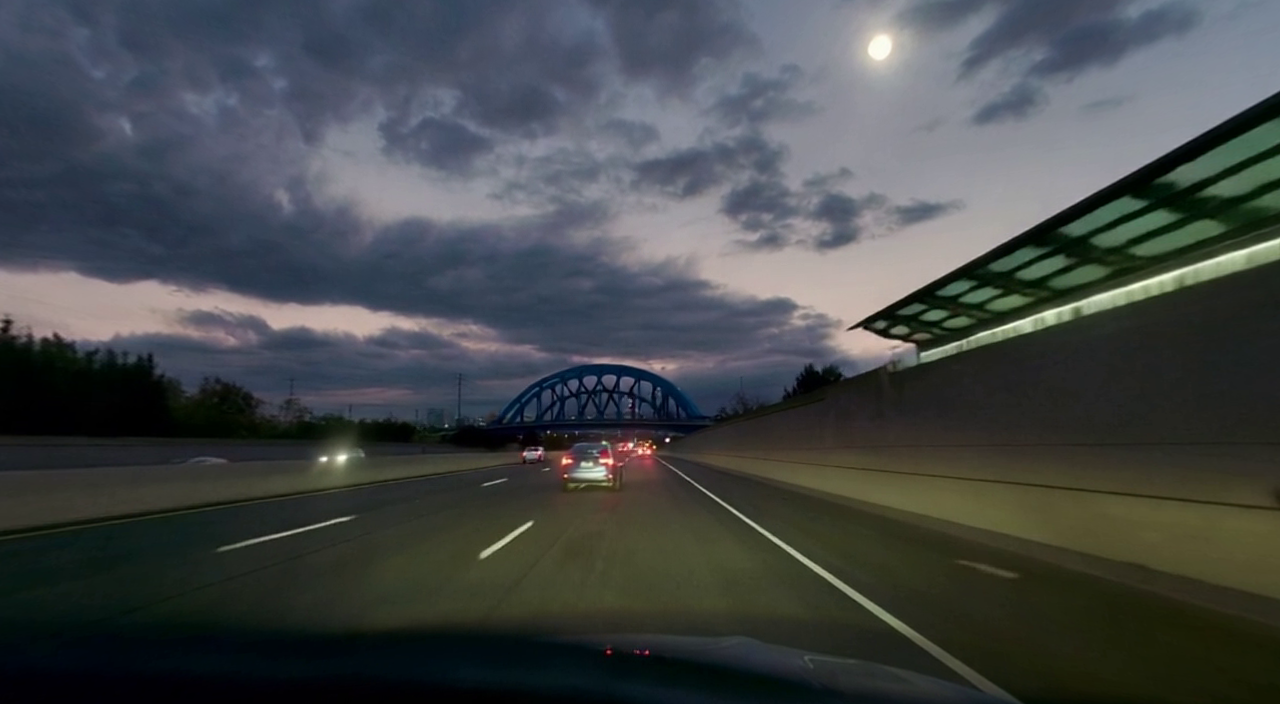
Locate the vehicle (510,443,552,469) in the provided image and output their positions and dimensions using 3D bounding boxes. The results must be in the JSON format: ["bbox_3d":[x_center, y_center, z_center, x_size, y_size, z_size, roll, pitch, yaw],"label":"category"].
[{"bbox_3d":[-7.296,7.036,42.772,2.024,1.605,4.499,0,-9,0],"label":"vehicle"}]

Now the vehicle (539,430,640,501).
[{"bbox_3d":[-1.264,3.166,17.925,2.299,1.716,4.579,-1,-9,2],"label":"vehicle"}]
